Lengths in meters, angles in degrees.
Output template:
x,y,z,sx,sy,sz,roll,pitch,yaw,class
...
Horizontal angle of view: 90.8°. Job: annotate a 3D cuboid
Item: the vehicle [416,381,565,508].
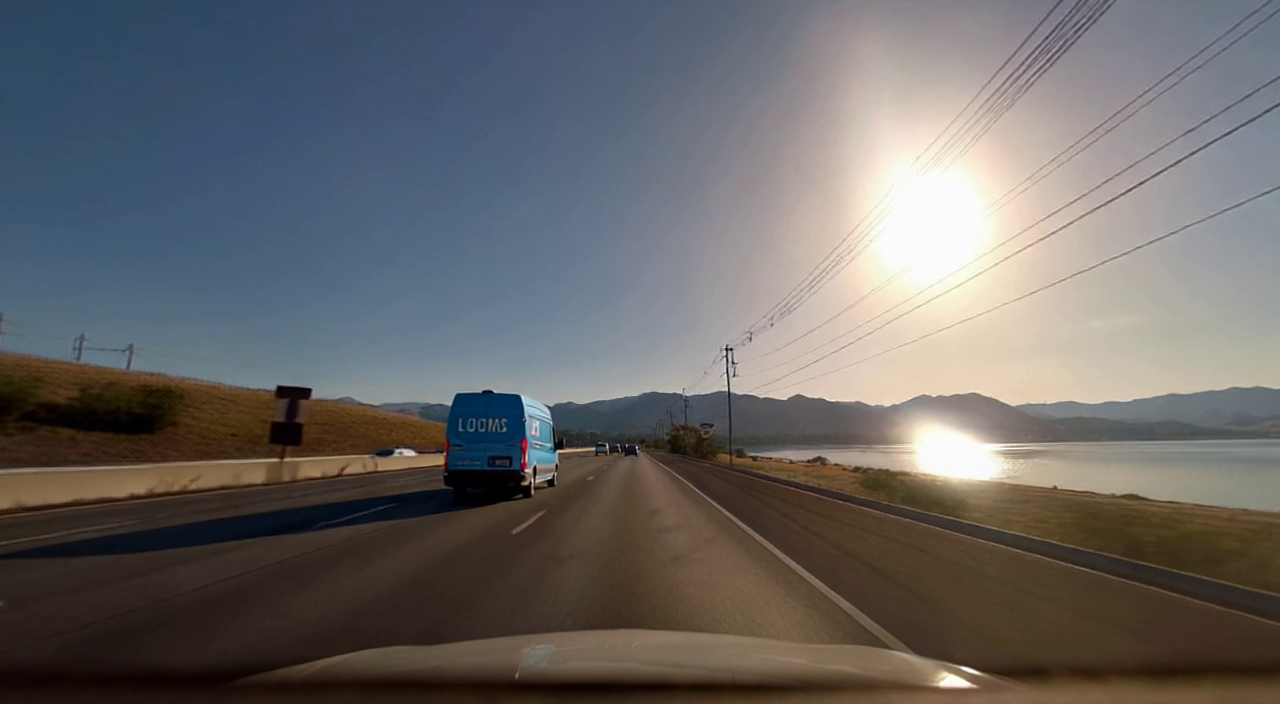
x,y,z,sx,sy,sz,roll,pitch,yaw,class
-3.632,2.480,17.051,2.331,2.757,6.581,0,-8,1,vehicle
